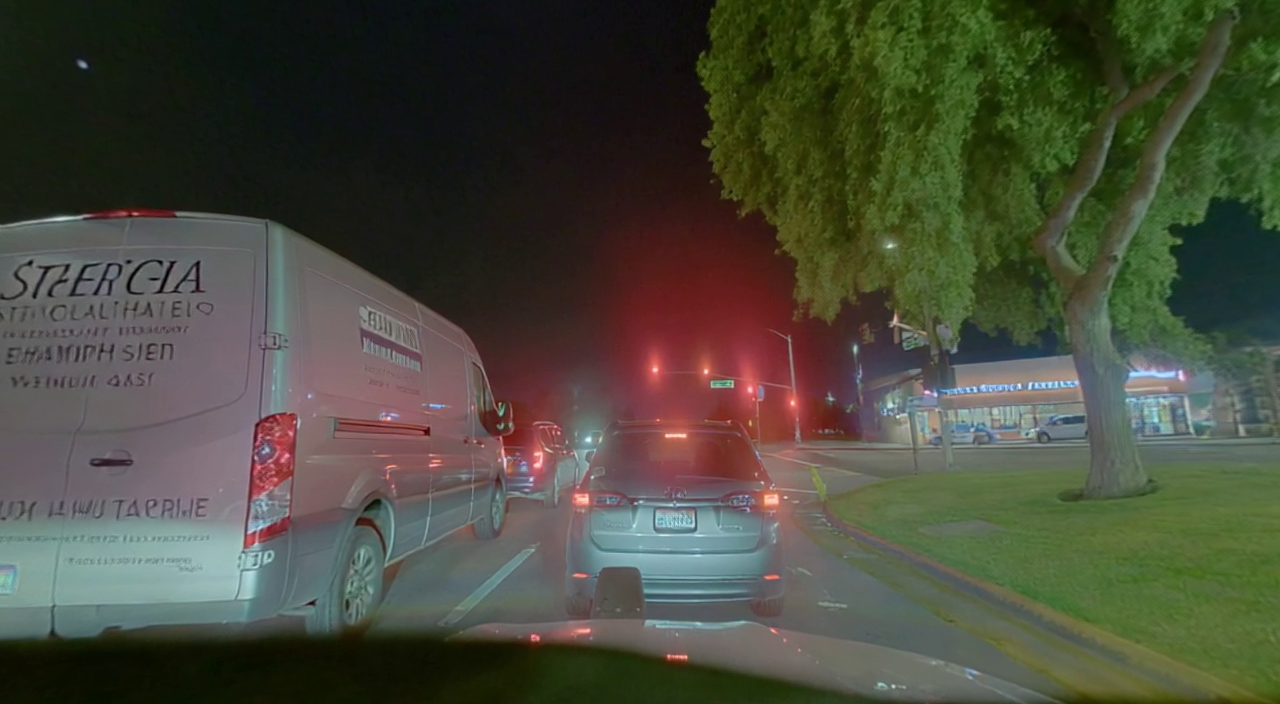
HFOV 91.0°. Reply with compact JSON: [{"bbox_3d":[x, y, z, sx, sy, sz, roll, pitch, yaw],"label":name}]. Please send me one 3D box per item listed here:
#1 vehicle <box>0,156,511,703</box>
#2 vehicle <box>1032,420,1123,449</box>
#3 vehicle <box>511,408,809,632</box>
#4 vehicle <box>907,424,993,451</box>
[{"bbox_3d":[-3.131,0.908,5.850,2.555,3.035,5.702,0,-8,1],"label":"vehicle"},{"bbox_3d":[32.050,6.079,46.167,5.084,2.041,2.360,2,-9,-10],"label":"vehicle"},{"bbox_3d":[0.301,1.666,7.299,2.398,1.773,4.254,-1,-8,4],"label":"vehicle"},{"bbox_3d":[21.928,6.096,44.575,5.021,1.848,2.210,1,-9,-9],"label":"vehicle"}]
